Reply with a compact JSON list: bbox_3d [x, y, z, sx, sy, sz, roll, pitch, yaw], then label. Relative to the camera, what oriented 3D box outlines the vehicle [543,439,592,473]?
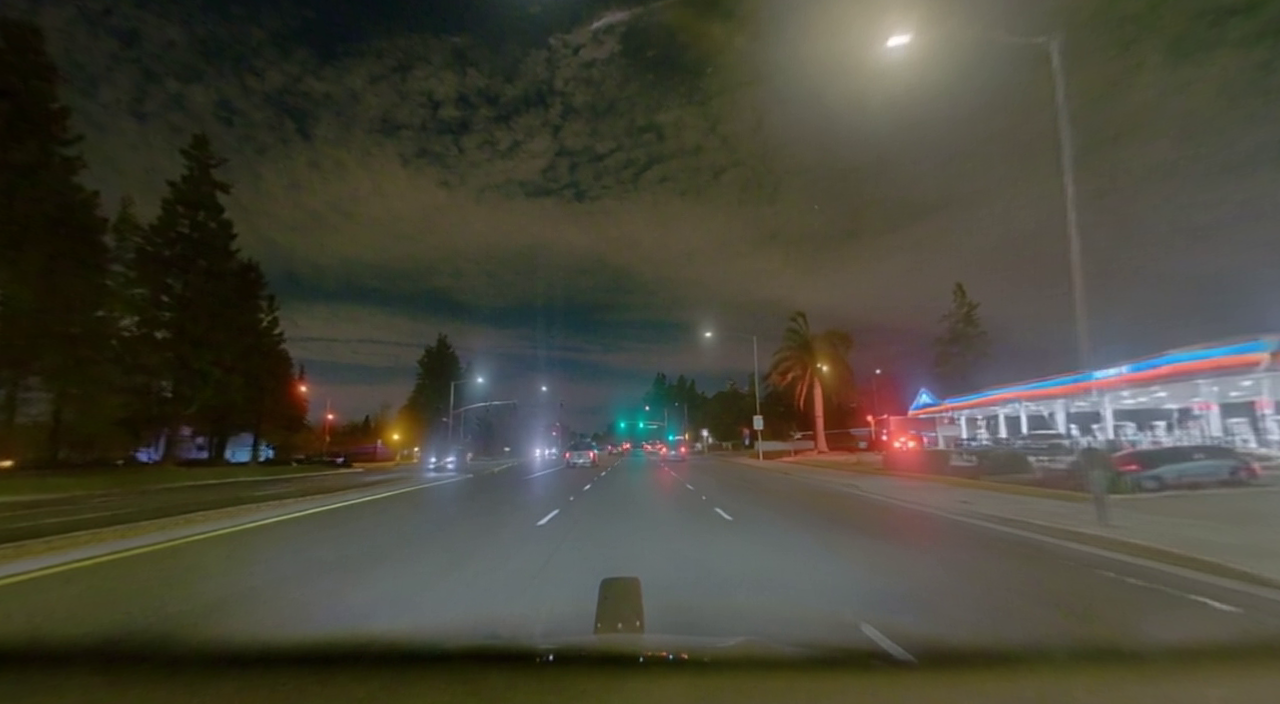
[{"bbox_3d":[-3.790,5.541,33.894,2.040,1.661,4.573,0,-9,0],"label":"vehicle"}]
